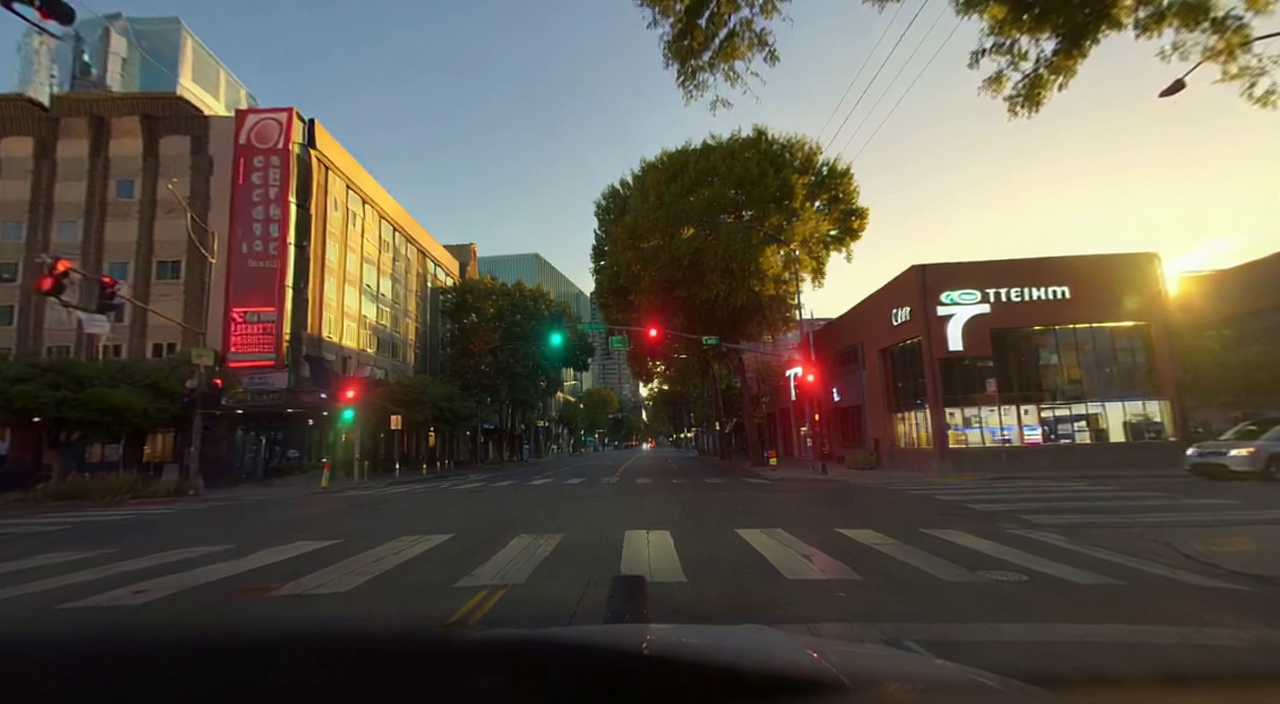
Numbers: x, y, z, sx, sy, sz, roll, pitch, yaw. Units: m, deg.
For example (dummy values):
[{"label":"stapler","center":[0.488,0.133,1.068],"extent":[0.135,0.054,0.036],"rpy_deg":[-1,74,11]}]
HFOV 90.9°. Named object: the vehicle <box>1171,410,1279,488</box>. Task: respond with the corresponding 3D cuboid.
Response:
[{"label":"vehicle","center":[16.624,2.408,15.761],"extent":[4.836,1.795,1.957],"rpy_deg":[0,-8,0]}]
